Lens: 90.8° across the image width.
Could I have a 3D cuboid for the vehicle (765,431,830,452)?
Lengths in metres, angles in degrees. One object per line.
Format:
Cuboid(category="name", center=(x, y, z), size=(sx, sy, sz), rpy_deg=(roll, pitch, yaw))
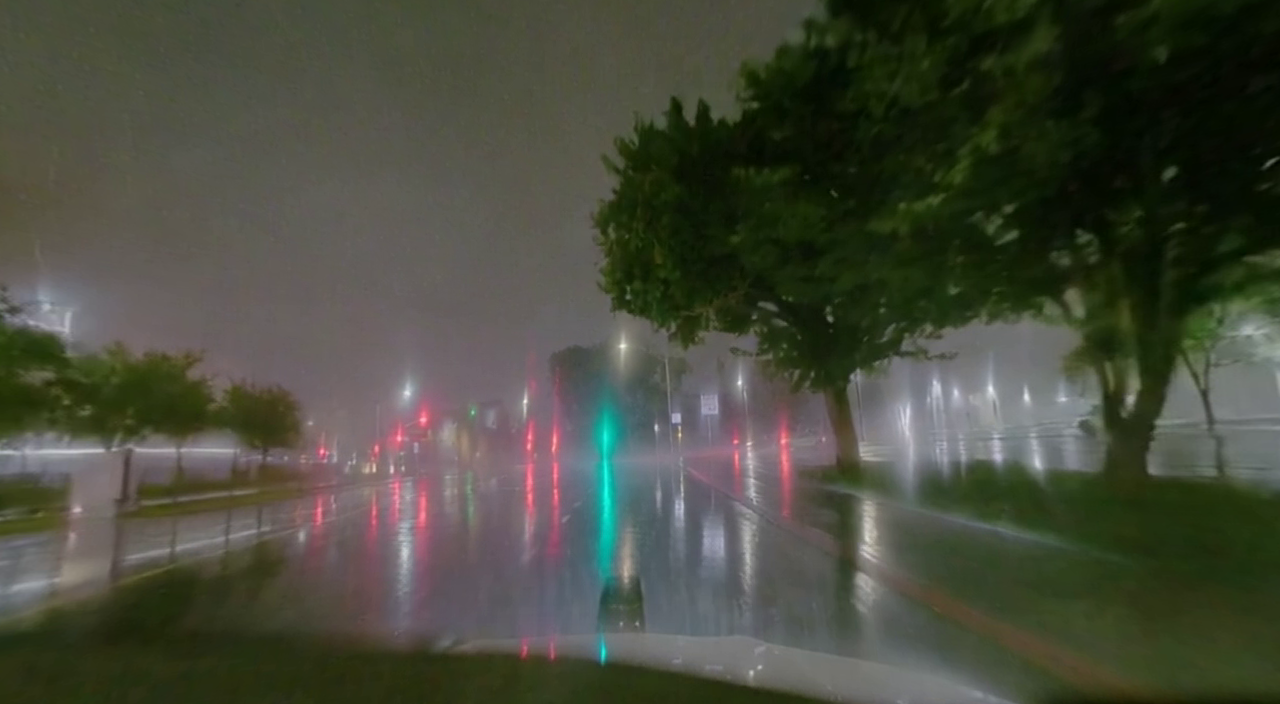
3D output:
Cuboid(category="vehicle", center=(12.080, 6.899, 48.560), size=(4.332, 1.581, 2.028), rpy_deg=(1, -8, -10))
